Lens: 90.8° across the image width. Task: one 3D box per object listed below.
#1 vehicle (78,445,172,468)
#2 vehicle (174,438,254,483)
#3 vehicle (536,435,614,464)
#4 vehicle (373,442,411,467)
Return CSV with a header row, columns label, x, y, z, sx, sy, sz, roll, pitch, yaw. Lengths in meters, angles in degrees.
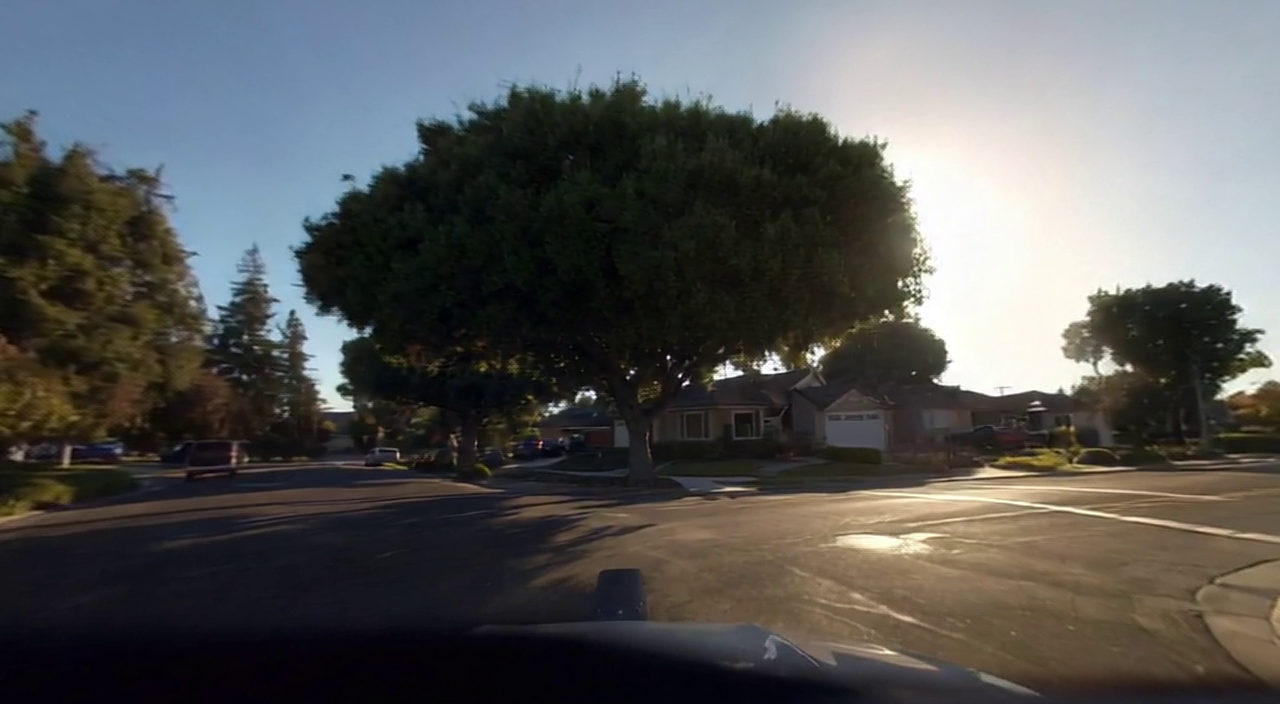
label,x,y,z,sx,sy,sz,roll,pitch,yaw
vehicle,-34.741,7.028,42.790,4.526,1.487,1.766,4,-10,-25
vehicle,-19.024,4.828,28.443,2.152,1.826,4.725,4,-10,-25
vehicle,-3.849,5.777,37.474,4.241,1.597,1.833,4,-10,-25
vehicle,-17.360,7.146,44.170,2.109,1.676,4.037,4,-10,-25
